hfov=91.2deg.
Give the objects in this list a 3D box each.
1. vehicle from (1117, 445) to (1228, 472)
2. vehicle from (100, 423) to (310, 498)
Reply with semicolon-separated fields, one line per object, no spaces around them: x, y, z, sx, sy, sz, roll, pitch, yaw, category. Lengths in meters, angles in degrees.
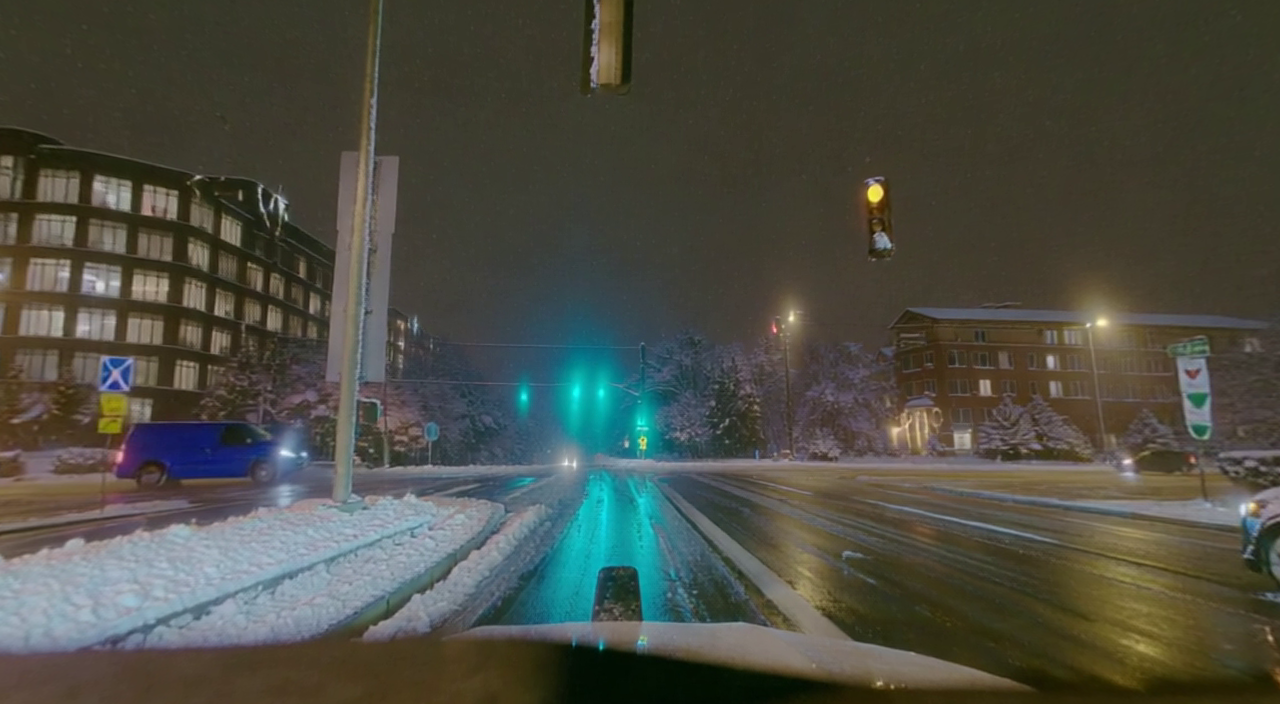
31.374;6.274;37.015;4.736;1.542;1.966;0;-9;0;vehicle
-19.194;4.811;28.141;7.088;3.096;2.678;1;-9;-8;vehicle
